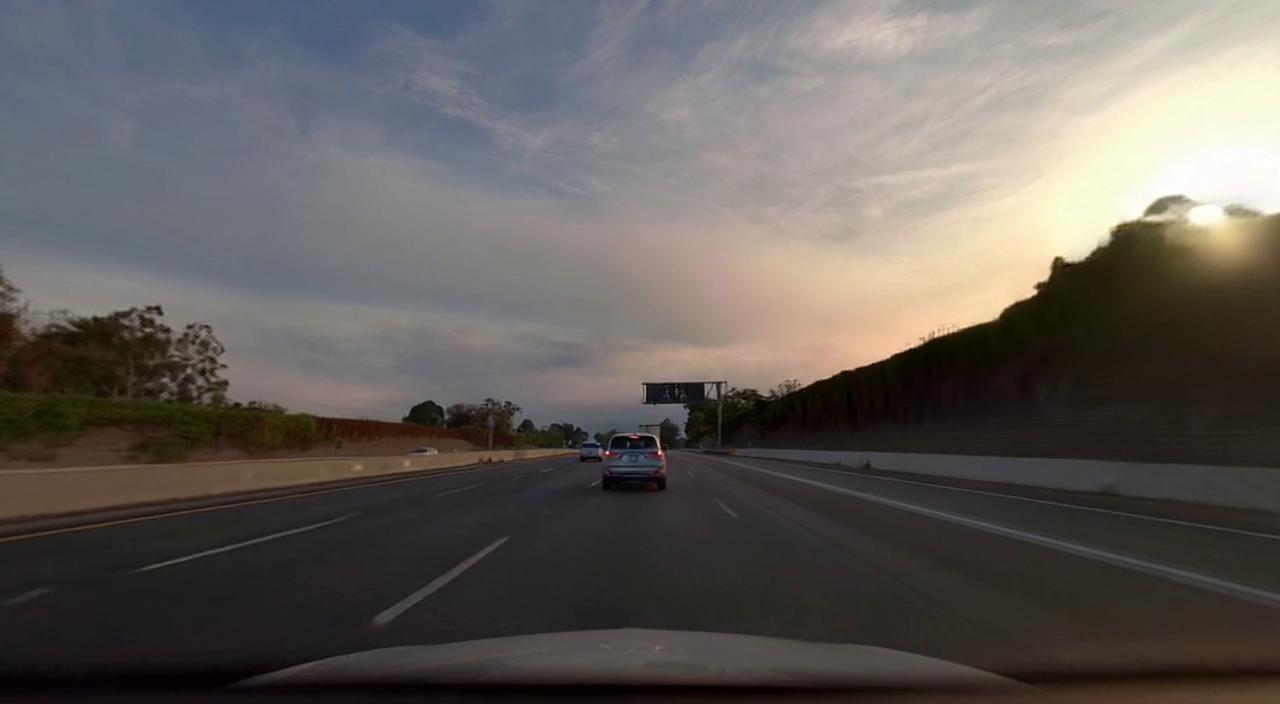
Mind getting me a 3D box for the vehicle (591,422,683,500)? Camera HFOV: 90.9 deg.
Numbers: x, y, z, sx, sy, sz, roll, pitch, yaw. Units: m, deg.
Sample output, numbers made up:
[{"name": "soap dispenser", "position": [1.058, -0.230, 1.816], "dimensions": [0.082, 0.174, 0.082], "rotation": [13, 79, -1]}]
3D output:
[{"name": "vehicle", "position": [-0.038, 2.851, 16.837], "dimensions": [2.114, 1.787, 4.365], "rotation": [0, -8, 1]}]
